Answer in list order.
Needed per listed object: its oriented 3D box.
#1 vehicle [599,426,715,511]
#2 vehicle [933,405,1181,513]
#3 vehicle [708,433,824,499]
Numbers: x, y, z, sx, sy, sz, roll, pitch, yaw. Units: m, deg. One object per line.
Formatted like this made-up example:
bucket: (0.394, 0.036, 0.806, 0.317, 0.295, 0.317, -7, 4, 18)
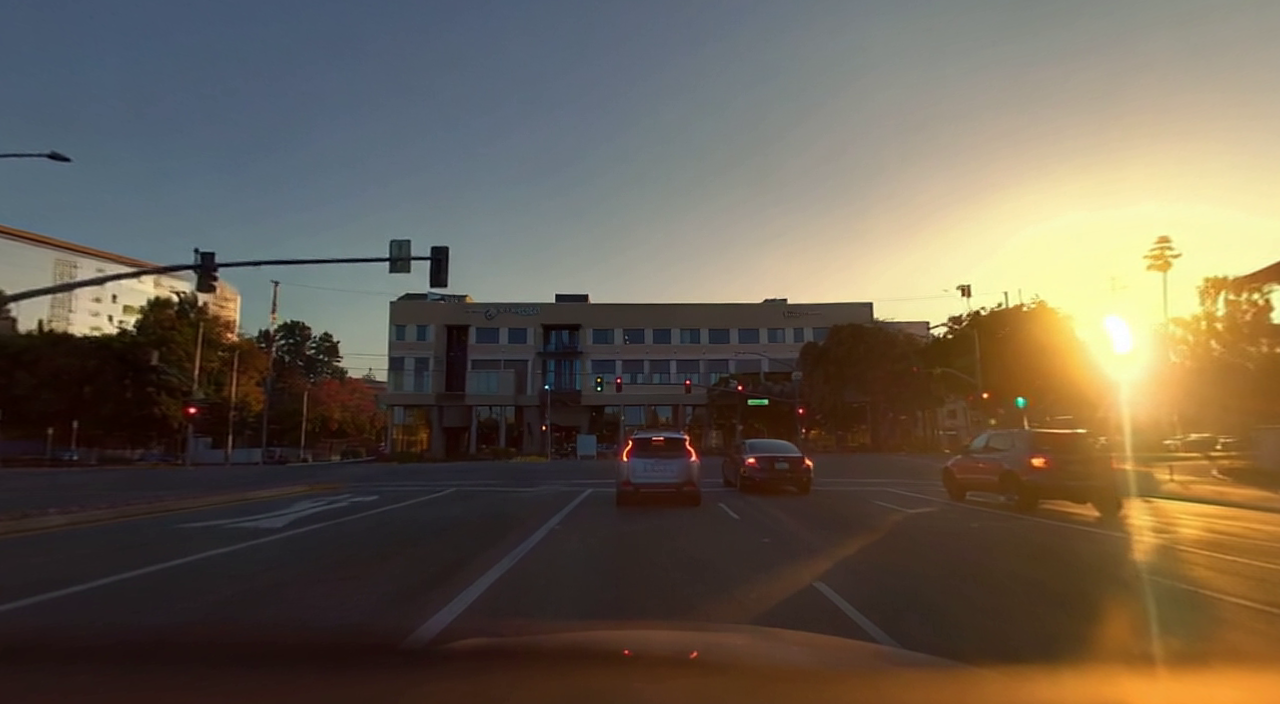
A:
vehicle: (0.286, 2.446, 13.759, 2.099, 1.516, 4.681, 0, -8, -1)
vehicle: (8.510, 2.248, 13.634, 2.132, 1.892, 4.851, 0, -8, 2)
vehicle: (3.007, 2.829, 16.031, 1.994, 1.436, 4.169, 0, -8, -2)
